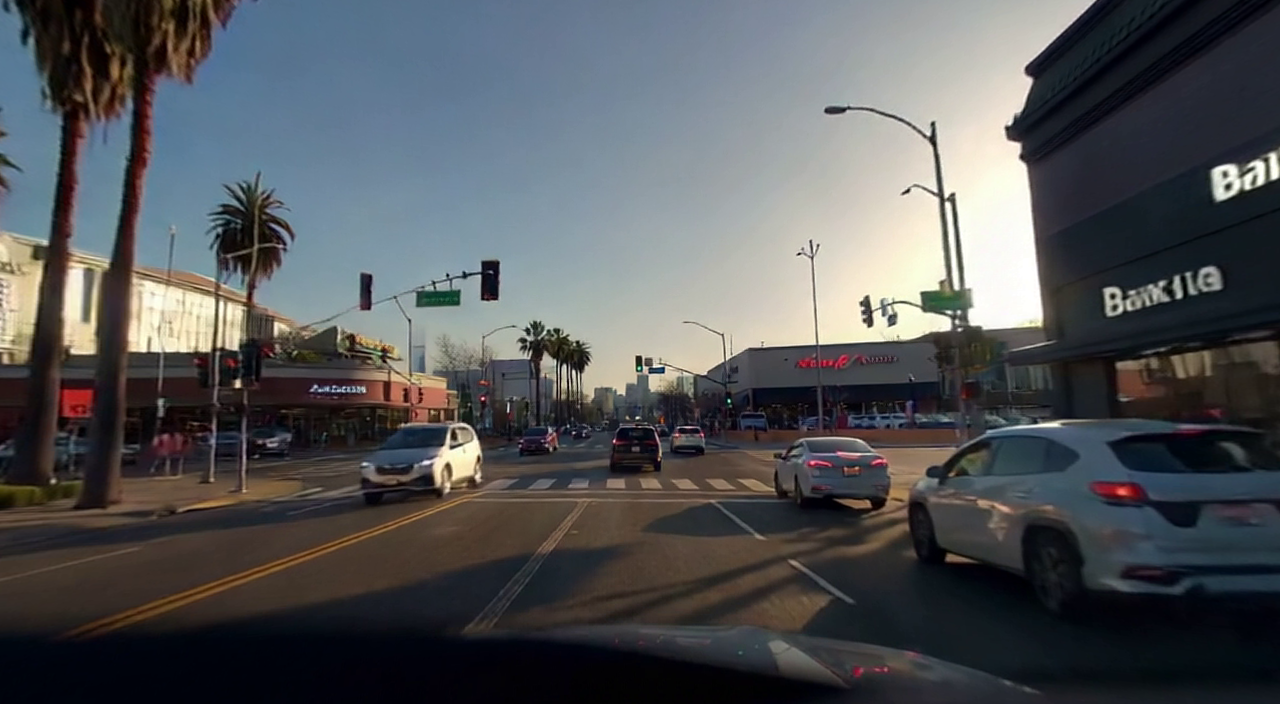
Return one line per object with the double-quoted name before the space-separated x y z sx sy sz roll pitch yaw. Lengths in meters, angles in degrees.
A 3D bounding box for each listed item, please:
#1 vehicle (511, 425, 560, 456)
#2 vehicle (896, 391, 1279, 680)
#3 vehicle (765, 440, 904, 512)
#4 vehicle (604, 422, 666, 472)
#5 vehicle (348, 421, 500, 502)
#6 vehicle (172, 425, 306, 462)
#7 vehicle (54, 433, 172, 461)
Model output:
"vehicle" -6.022 5.154 36.837 2.040 1.670 4.508 0 -8 0
"vehicle" 4.362 1.409 6.057 2.070 1.711 4.480 -1 -8 3
"vehicle" 4.445 2.879 15.304 1.963 1.449 4.653 0 -8 1
"vehicle" -0.219 3.819 25.538 2.264 1.798 4.531 0 -8 -1
"vehicle" -5.437 2.822 16.776 2.324 1.808 4.946 0 -8 -1
"vehicle" -20.854 4.775 33.013 5.674 1.804 2.190 -1 -8 6
"vehicle" -28.460 5.124 34.171 4.734 1.416 2.083 -1 -7 6
